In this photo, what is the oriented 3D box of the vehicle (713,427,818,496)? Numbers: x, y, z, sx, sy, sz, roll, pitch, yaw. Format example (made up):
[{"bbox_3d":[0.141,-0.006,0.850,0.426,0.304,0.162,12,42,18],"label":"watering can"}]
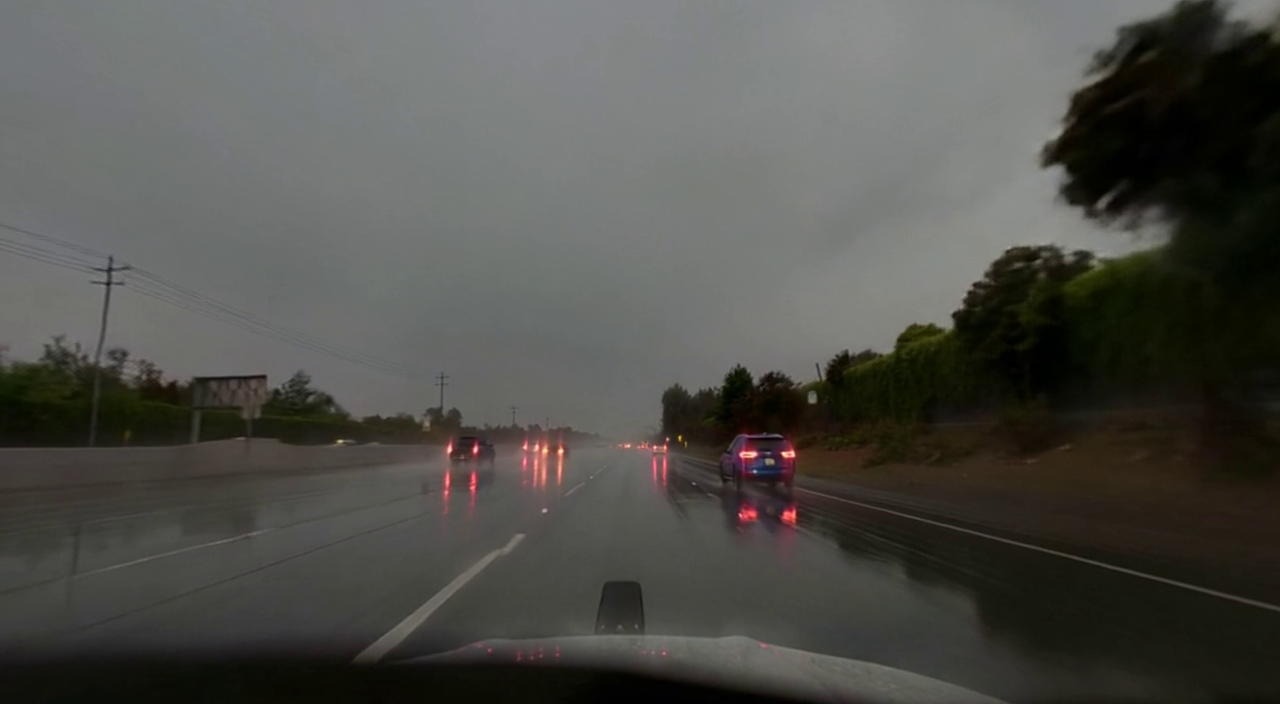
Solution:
[{"bbox_3d":[3.767,3.417,19.924,2.184,1.892,4.763,1,-9,-2],"label":"vehicle"}]

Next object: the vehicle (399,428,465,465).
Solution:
[{"bbox_3d":[-15.075,6.906,46.089,2.647,2.508,6.337,0,-9,0],"label":"vehicle"}]

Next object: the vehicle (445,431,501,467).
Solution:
[{"bbox_3d":[-11.146,6.513,42.456,2.261,2.230,5.435,0,-9,0],"label":"vehicle"}]
